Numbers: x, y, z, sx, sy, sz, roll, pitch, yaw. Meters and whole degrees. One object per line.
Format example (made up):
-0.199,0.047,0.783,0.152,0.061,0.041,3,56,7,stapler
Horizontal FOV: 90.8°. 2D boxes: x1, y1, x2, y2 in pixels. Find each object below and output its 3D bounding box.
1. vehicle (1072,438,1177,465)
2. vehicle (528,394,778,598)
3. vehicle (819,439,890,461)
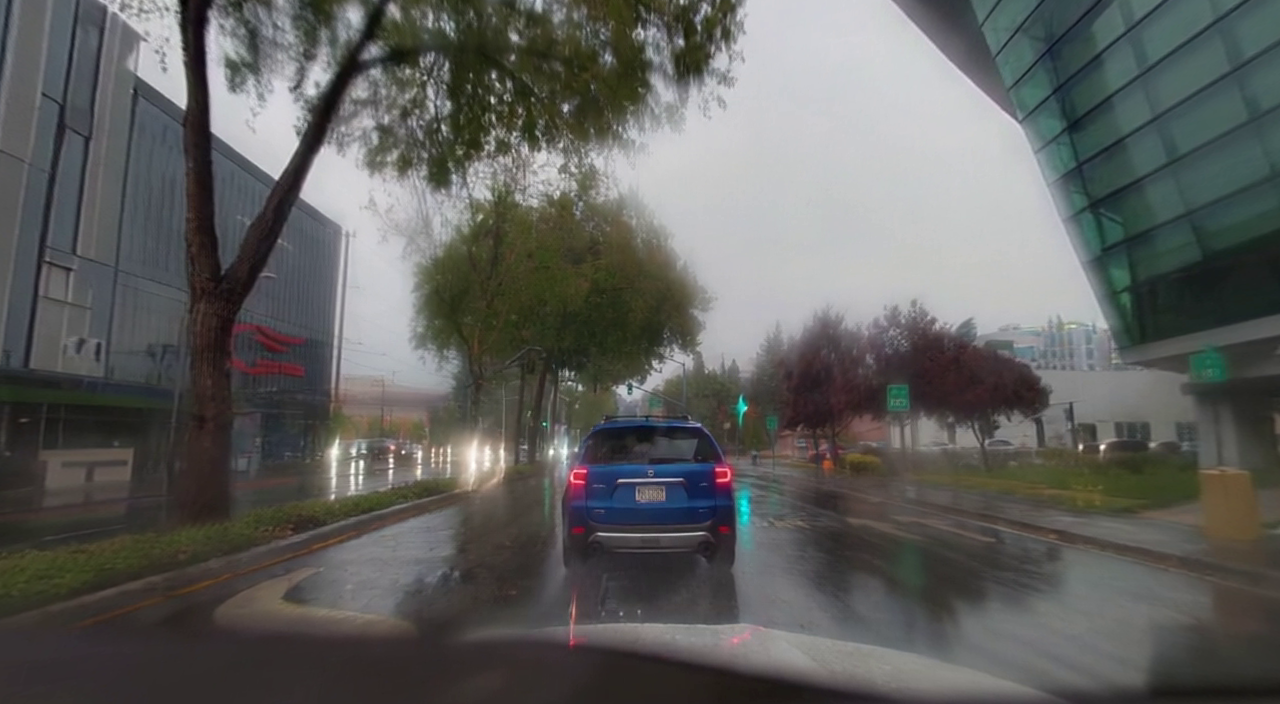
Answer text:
29.421,6.055,38.474,4.571,1.558,2.171,0,-9,-2,vehicle
0.014,1.555,7.635,2.183,1.765,4.059,0,-9,-3,vehicle
15.410,7.036,45.454,4.422,1.563,1.751,0,-8,-1,vehicle
